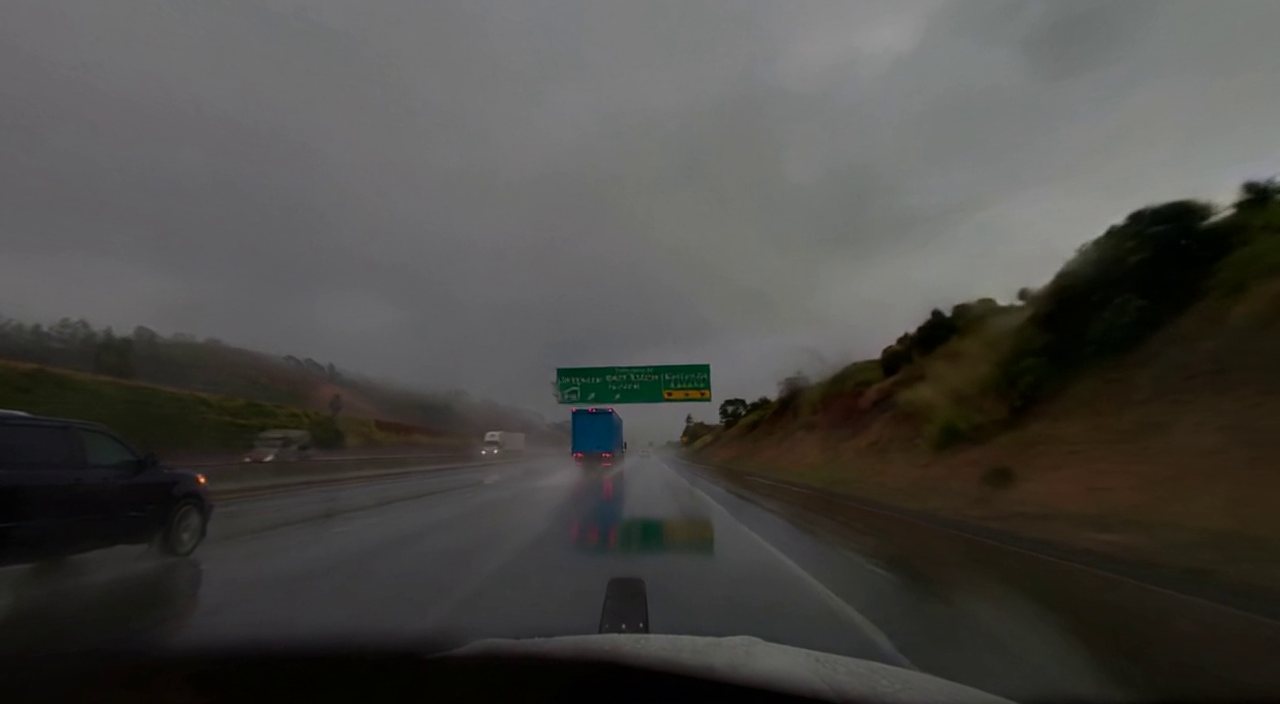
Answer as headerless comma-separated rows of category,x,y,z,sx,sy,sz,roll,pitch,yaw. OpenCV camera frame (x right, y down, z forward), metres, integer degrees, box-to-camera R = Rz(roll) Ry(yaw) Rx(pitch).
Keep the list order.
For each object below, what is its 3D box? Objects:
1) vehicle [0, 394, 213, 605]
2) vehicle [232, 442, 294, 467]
vehicle,-6.810,1.333,5.711,2.175,1.860,5.236,0,-8,0
vehicle,-23.225,6.339,38.983,1.582,1.421,3.587,-1,-9,1
